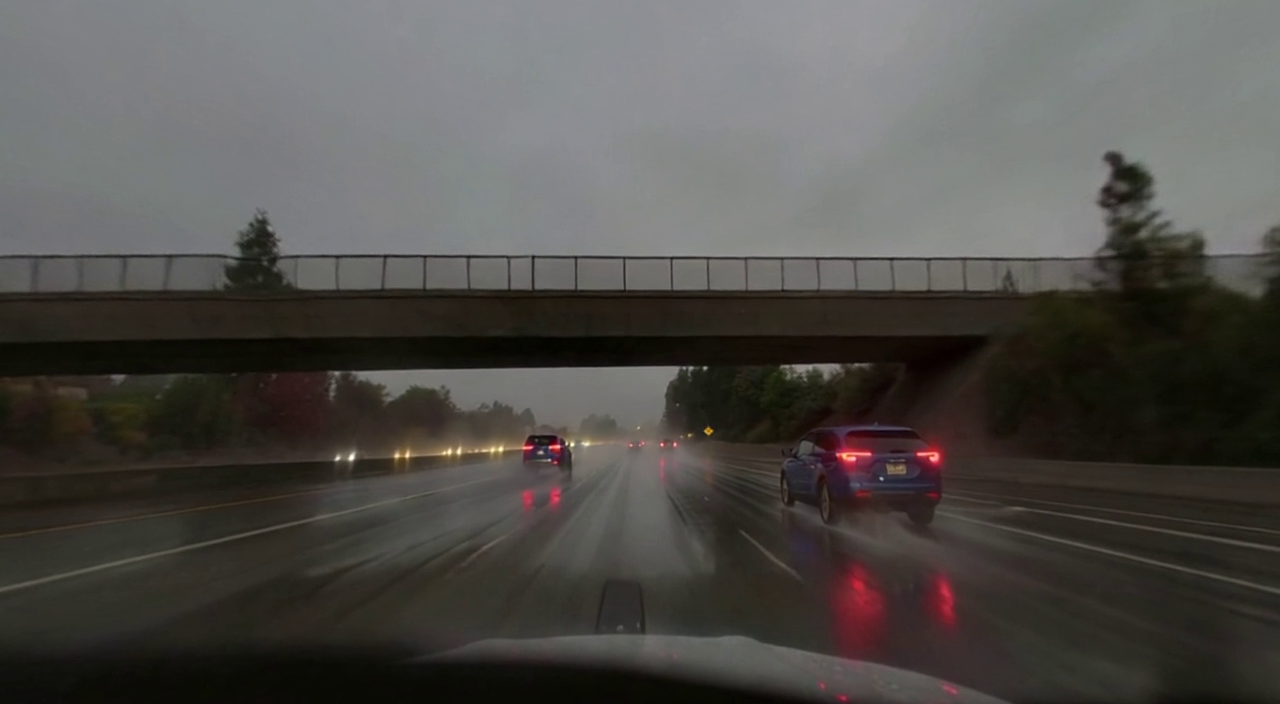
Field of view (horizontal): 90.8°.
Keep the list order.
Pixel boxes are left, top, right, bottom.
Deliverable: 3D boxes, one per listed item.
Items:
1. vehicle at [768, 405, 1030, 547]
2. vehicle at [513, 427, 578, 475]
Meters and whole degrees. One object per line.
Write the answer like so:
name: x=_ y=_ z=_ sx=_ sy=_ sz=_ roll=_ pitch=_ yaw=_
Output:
vehicle: x=3.706 y=1.891 z=10.204 sx=2.185 sy=1.749 sz=4.477 roll=0 pitch=-9 yaw=-2
vehicle: x=-3.934 y=4.241 z=27.094 sx=2.018 sy=1.872 sz=4.728 roll=0 pitch=-9 yaw=0
